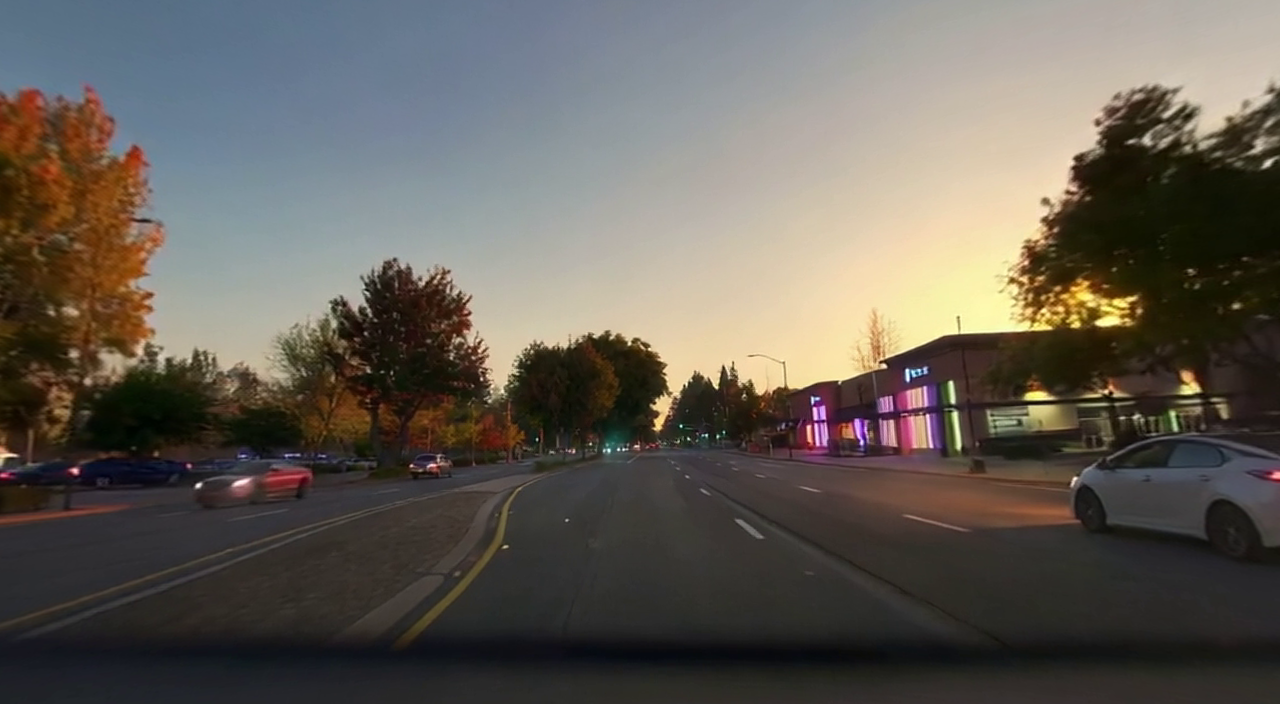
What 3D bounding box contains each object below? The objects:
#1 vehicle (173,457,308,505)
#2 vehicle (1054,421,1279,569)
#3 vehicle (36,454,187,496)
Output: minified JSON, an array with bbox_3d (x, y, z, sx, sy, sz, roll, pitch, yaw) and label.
[{"bbox_3d":[-14.668,4.734,23.581,2.001,1.485,4.469,-1,-8,2],"label":"vehicle"},{"bbox_3d":[7.370,1.605,7.553,1.936,1.460,4.258,-1,-8,0],"label":"vehicle"},{"bbox_3d":[-27.333,6.367,33.029,5.702,1.985,2.175,7,-12,-34],"label":"vehicle"}]
